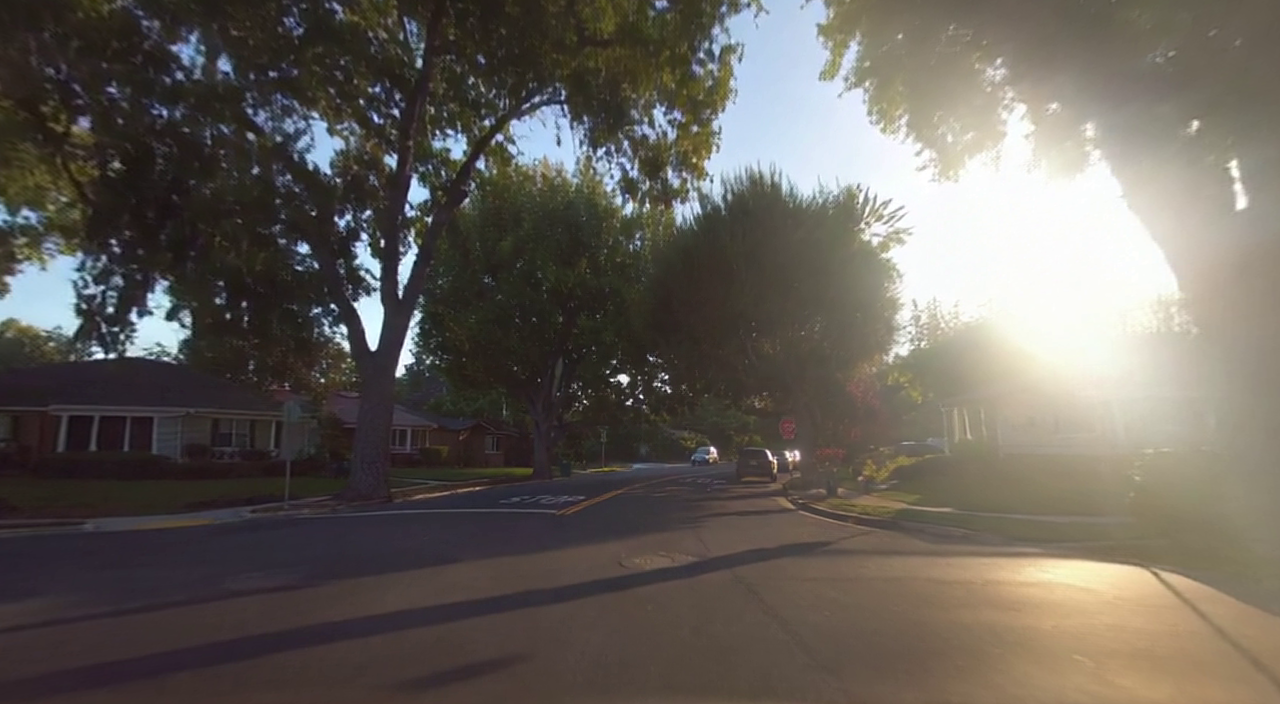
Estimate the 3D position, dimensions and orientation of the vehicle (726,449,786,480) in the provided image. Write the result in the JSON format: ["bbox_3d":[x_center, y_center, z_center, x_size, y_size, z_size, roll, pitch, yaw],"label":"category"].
[{"bbox_3d":[6.979,6.641,37.483,2.692,1.649,4.689,-3,-9,20],"label":"vehicle"}]
